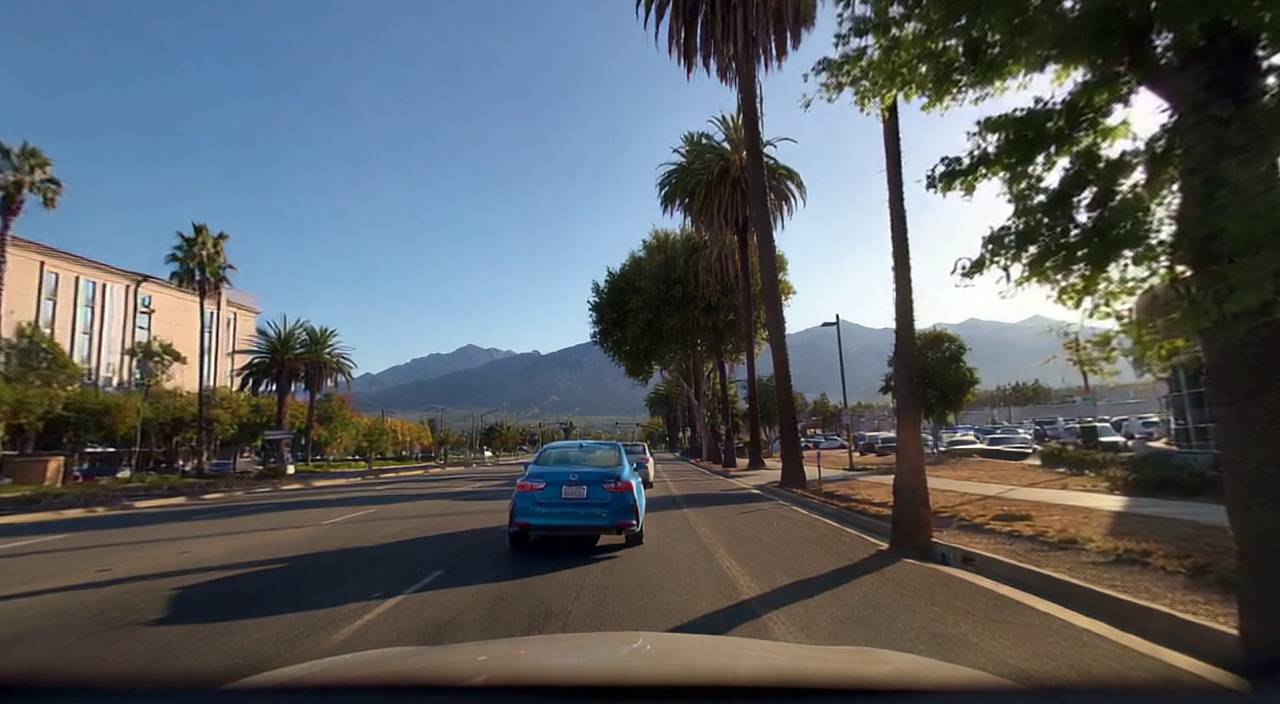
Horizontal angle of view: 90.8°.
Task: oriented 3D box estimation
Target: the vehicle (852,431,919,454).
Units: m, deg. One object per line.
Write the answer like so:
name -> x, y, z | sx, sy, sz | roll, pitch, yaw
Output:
vehicle -> 19.183, 7.104, 49.455 | 1.925, 1.652, 4.490 | 6, -10, -34

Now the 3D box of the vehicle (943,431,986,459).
vehicle -> 19.139, 5.468, 37.155 | 1.961, 1.526, 4.640 | -5, -10, 29

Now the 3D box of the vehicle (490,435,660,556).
vehicle -> -0.883, 2.040, 9.723 | 2.067, 1.459, 3.886 | 0, -8, -3
